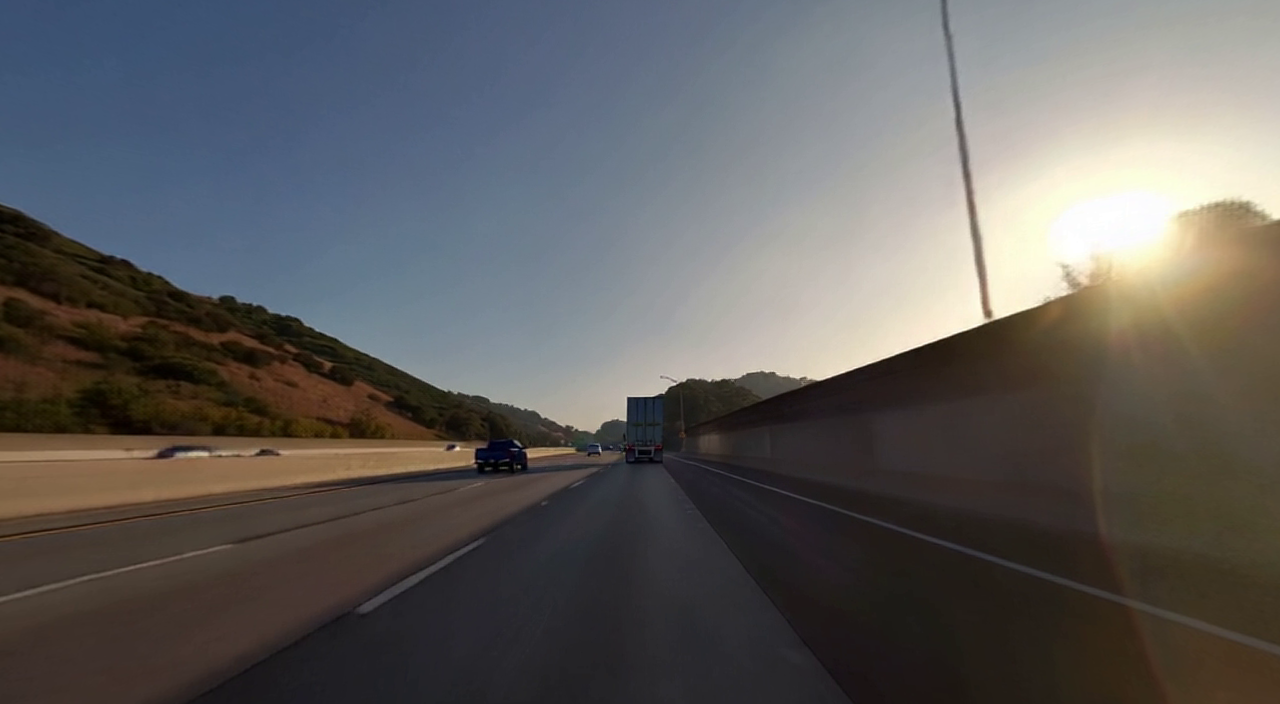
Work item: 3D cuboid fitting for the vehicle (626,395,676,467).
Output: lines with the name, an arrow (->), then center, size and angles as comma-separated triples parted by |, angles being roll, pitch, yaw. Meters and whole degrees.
vehicle -> 0.730, 5.791, 45.110 | 2.951, 4.229, 15.519 | 0, -8, 0

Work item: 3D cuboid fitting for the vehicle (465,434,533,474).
vehicle -> -6.965, 5.106, 31.811 | 2.113, 1.837, 5.339 | 0, -8, 1
